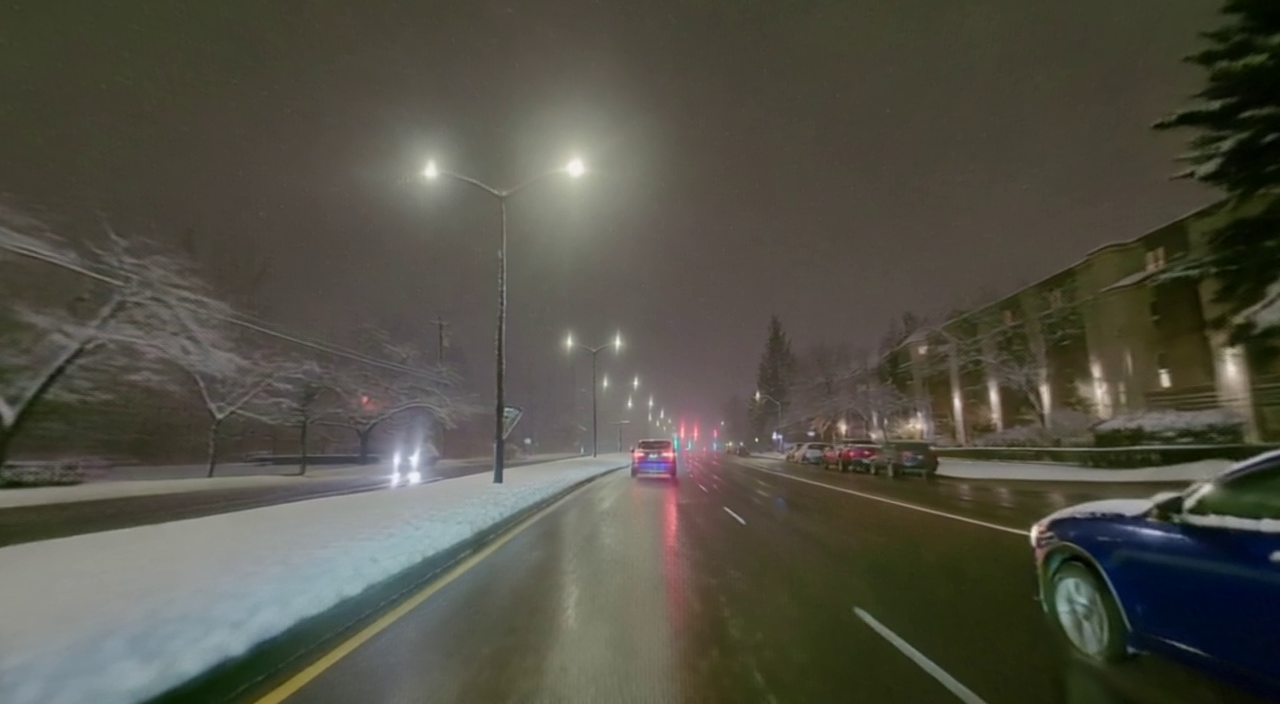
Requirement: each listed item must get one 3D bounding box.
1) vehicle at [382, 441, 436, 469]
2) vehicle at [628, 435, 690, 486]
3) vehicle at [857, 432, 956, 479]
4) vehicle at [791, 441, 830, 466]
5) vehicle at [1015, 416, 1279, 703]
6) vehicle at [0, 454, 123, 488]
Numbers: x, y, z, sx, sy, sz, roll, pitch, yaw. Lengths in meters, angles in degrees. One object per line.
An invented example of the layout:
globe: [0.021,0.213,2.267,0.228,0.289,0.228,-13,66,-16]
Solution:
vehicle: [-15.618,6.995,42.940,2.290,1.758,4.900,1,-9,-6]
vehicle: [0.686,3.945,23.304,2.085,1.693,4.301,0,-9,1]
vehicle: [11.623,4.553,28.049,2.139,1.849,5.246,0,-9,1]
vehicle: [13.016,7.757,48.461,2.039,1.826,4.704,-1,-9,5]
vehicle: [3.638,0.925,2.265,1.918,1.418,4.360,0,-9,0]
vehicle: [-26.970,5.437,29.114,4.346,1.434,1.969,2,-9,-13]
